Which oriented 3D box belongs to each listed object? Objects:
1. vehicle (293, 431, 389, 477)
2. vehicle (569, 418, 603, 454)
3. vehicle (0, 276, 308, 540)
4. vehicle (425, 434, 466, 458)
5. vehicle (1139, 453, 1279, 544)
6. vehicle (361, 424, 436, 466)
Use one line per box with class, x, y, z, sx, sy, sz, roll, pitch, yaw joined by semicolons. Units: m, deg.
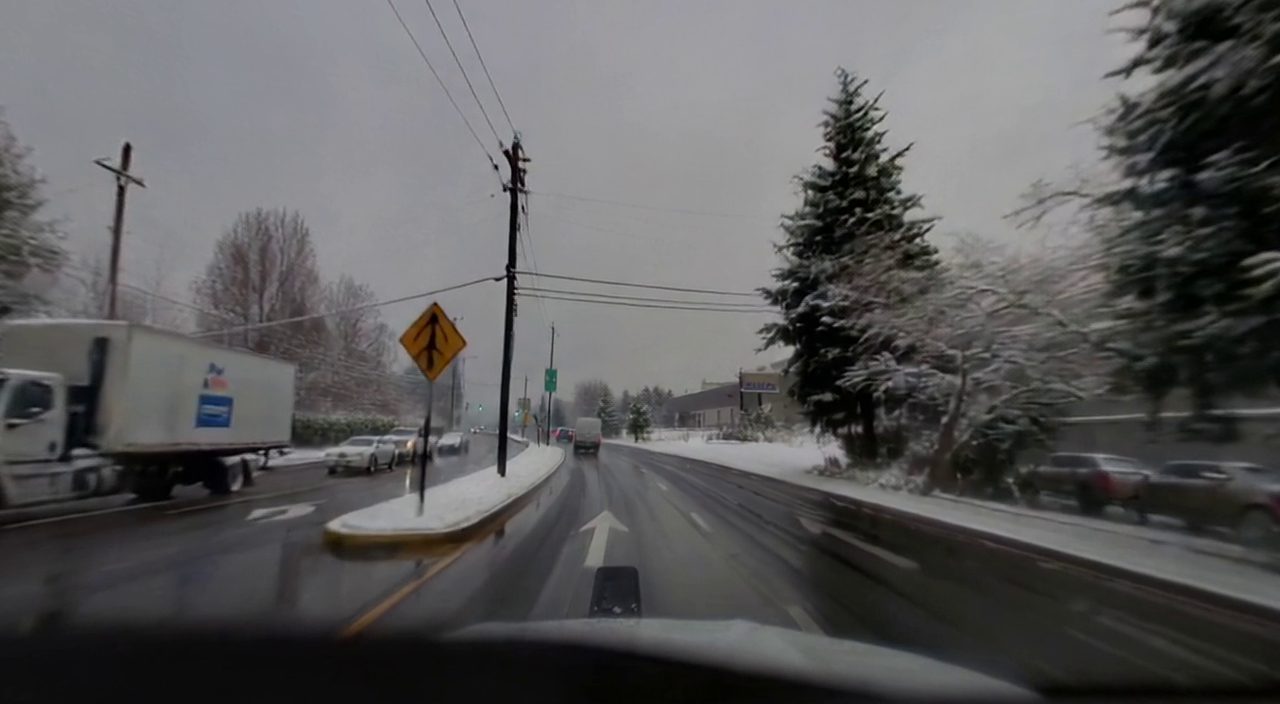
vehicle;-11.220;3.837;23.998;1.926;1.610;4.079;1;-8;-5
vehicle;-4.304;6.636;49.746;2.276;2.706;5.232;1;-8;-9
vehicle;-10.520;1.342;12.719;3.012;3.547;9.604;1;-8;-4
vehicle;-13.399;6.468;43.509;1.897;1.515;3.986;1;-8;-6
vehicle;12.313;2.752;11.665;4.495;1.476;1.773;2;-8;6
vehicle;-12.021;4.658;31.746;2.198;1.916;5.296;1;-8;-6
